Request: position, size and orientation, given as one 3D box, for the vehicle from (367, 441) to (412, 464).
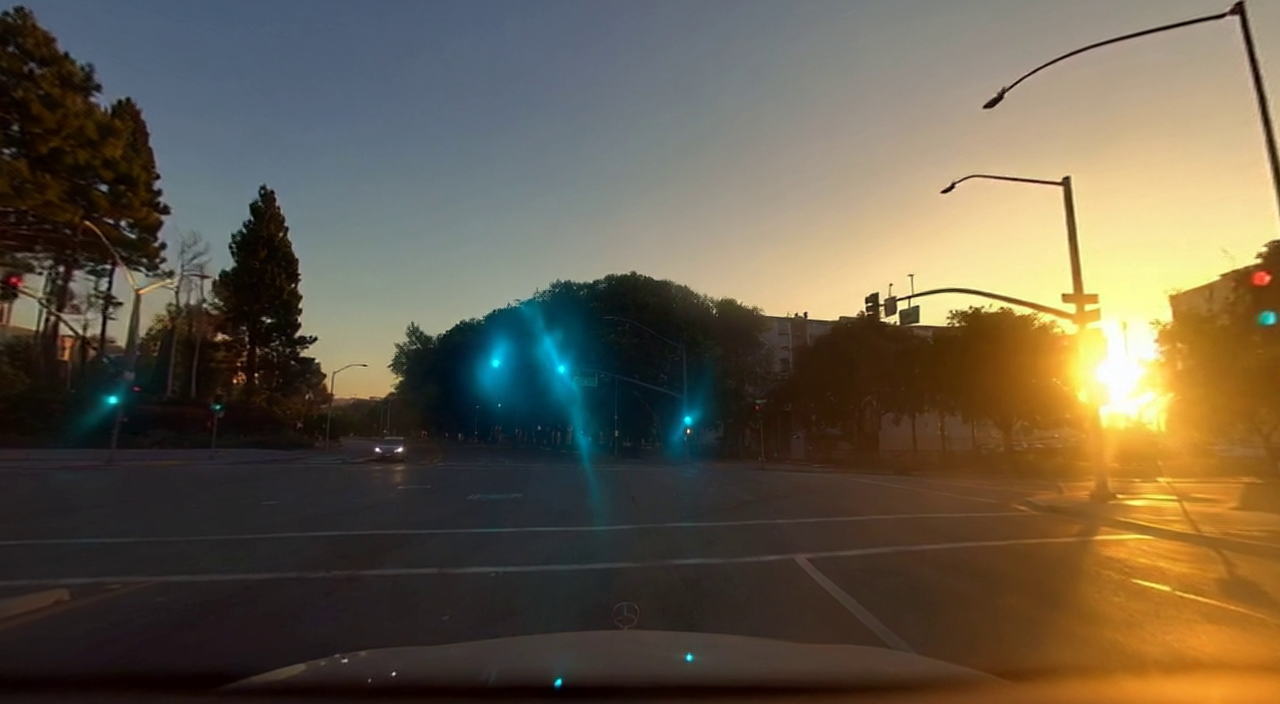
[{"bbox_3d":[-17.157,6.875,43.511,1.969,1.464,4.485,1,-9,-10],"label":"vehicle"}]
